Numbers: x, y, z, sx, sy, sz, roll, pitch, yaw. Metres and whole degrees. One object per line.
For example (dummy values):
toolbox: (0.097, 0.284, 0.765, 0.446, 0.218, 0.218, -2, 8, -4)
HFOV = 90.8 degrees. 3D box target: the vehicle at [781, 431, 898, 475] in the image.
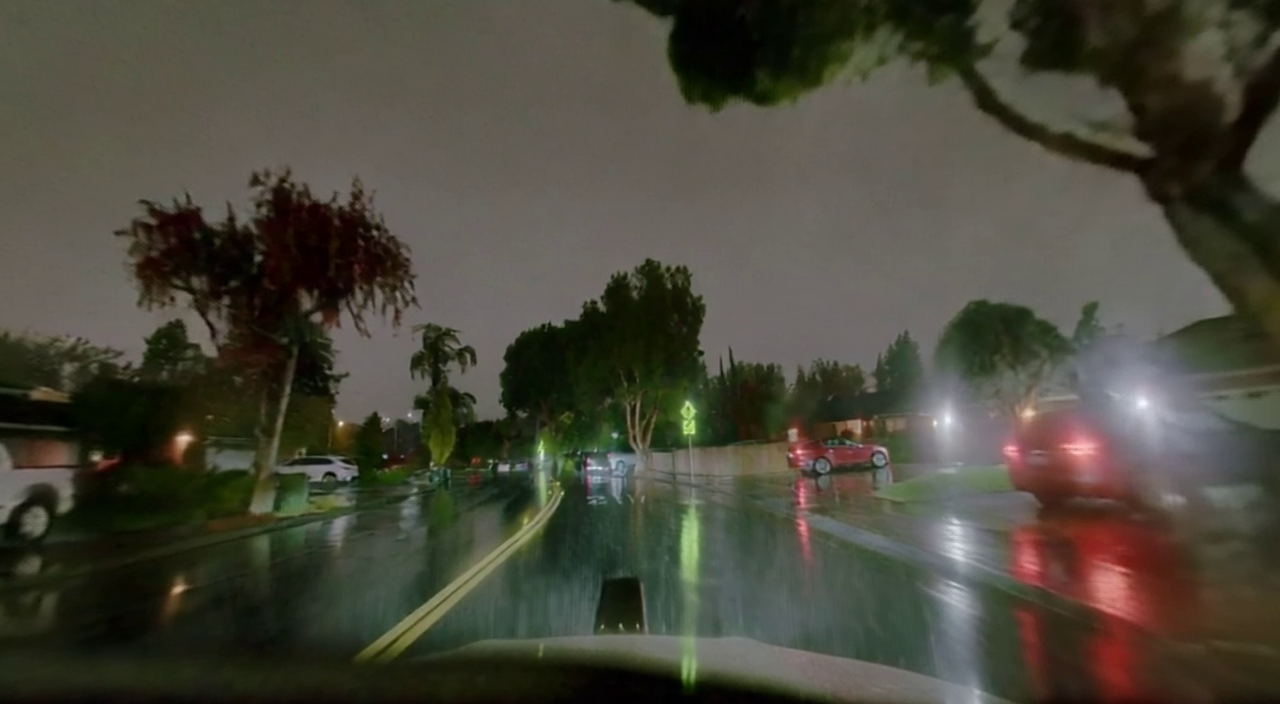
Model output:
vehicle: (8.357, 4.237, 26.547, 4.284, 1.522, 1.893, -1, -8, -18)

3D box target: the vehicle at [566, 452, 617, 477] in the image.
vehicle: (-3.375, 7.511, 42.545, 2.181, 1.494, 5.023, 2, -9, -19)

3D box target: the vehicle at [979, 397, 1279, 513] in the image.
vehicle: (9.364, 1.783, 11.383, 5.751, 1.733, 2.138, 2, -9, -16)

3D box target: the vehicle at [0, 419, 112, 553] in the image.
vehicle: (-10.160, 1.871, 8.616, 2.073, 1.899, 4.869, 0, -8, -7)
